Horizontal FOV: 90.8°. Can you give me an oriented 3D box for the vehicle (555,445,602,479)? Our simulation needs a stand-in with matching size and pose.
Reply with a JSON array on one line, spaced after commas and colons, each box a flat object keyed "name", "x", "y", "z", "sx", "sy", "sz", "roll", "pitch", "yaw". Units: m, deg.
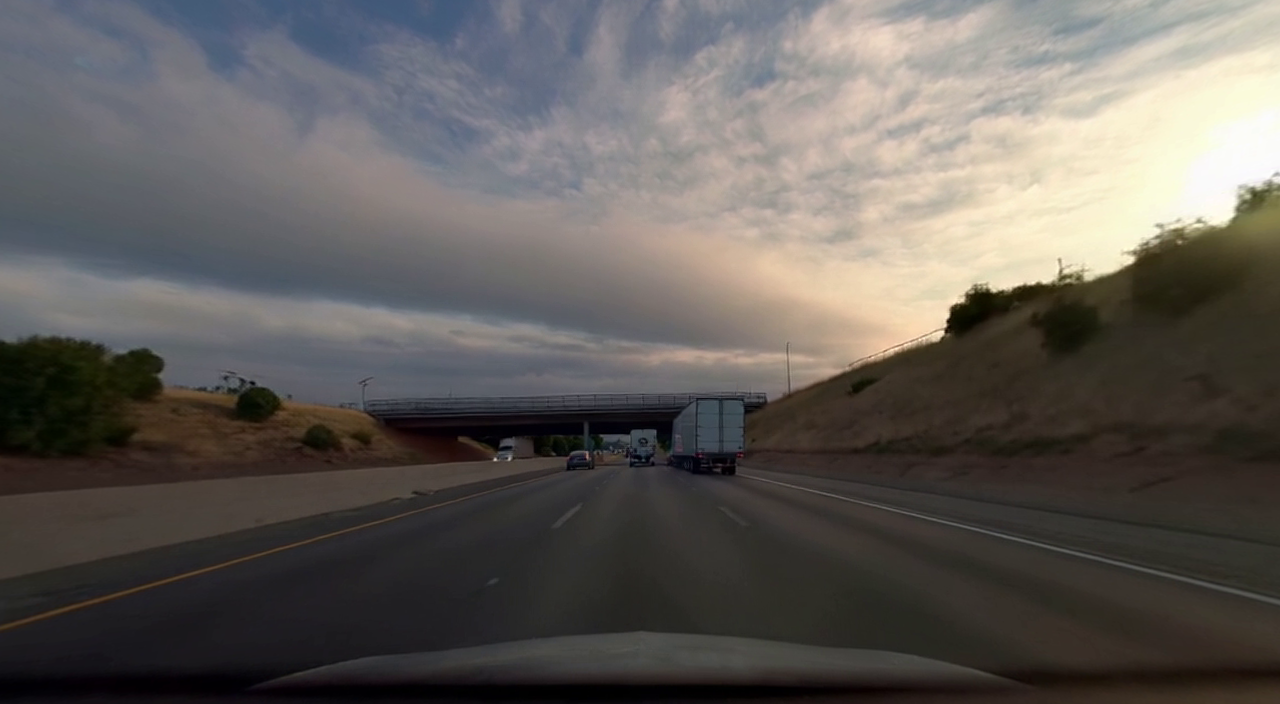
[{"name": "vehicle", "x": -3.122, "y": 5.710, "z": 32.874, "sx": 2.007, "sy": 1.647, "sz": 3.854, "roll": 0, "pitch": -9, "yaw": 1}]

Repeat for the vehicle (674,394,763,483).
[{"name": "vehicle", "x": 4.048, "y": 5.247, "z": 37.291, "sx": 3.131, "sy": 4.037, "sz": 16.729, "roll": 0, "pitch": -9, "yaw": 0}]
